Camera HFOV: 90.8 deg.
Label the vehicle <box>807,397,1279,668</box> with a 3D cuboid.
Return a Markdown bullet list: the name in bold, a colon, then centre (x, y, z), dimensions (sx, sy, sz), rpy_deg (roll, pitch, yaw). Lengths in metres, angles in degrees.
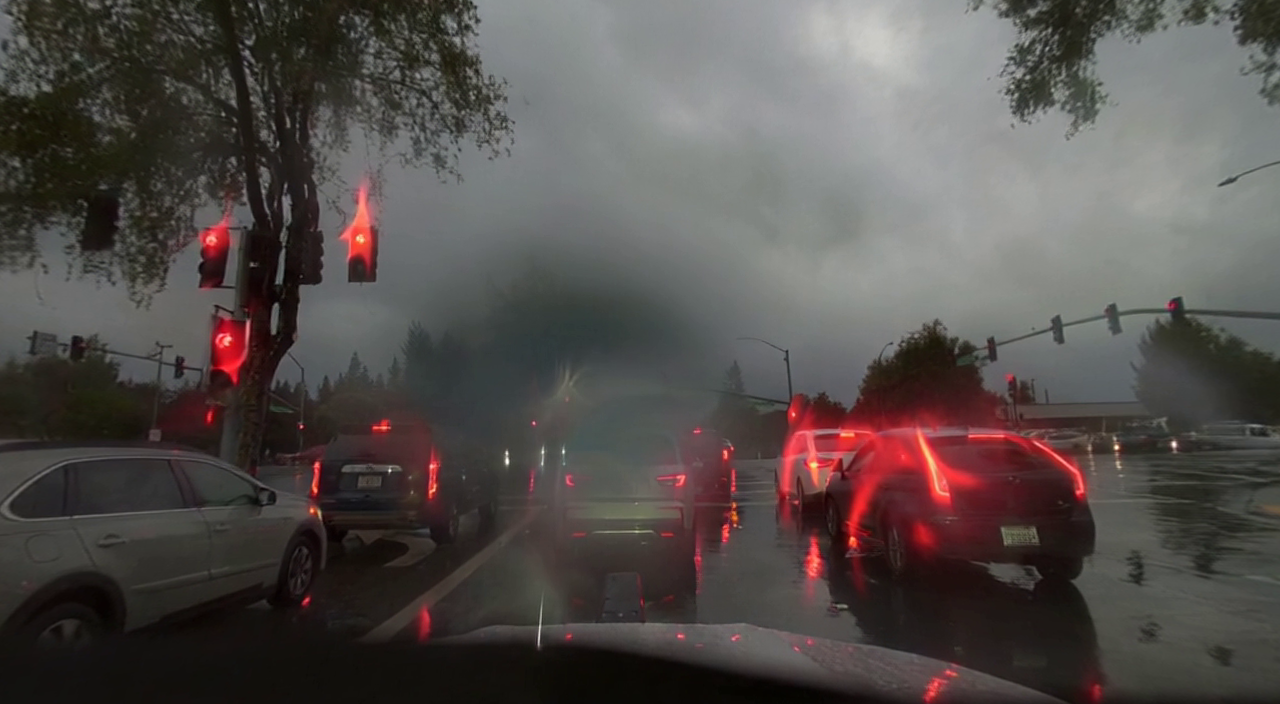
- **vehicle**: centre (3.247, 1.443, 6.199), dimensions (2.006, 1.659, 4.462), rpy_deg (0, -8, 1)

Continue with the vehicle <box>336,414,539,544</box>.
- **vehicle**: centre (-3.213, 2.115, 11.157), dimensions (2.048, 1.805, 4.405), rpy_deg (0, -8, 1)

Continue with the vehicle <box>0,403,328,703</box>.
- **vehicle**: centre (-3.346, 0.947, 2.363), dimensions (1.863, 1.495, 4.667), rpy_deg (0, -8, 2)

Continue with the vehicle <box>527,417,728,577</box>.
- **vehicle**: centre (-0.100, 1.801, 8.555), dimensions (2.106, 1.655, 3.717), rpy_deg (0, -8, 1)
